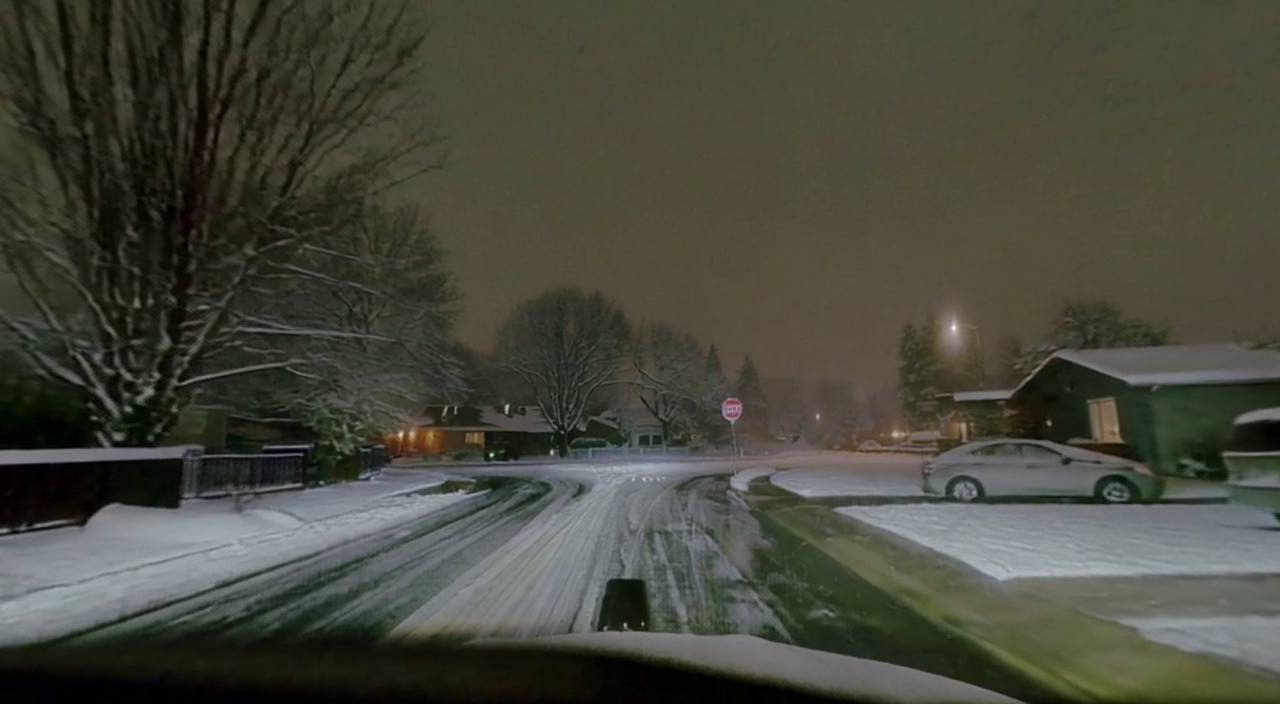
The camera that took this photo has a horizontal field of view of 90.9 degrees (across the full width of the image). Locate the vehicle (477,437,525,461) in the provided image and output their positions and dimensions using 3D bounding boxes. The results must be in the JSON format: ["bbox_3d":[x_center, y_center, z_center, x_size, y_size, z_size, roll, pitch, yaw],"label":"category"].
[{"bbox_3d":[-10.706,7.521,48.824,1.883,1.732,4.038,-2,-9,15],"label":"vehicle"}]

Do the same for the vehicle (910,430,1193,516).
[{"bbox_3d":[8.071,2.400,12.926,4.477,1.506,1.834,-4,-9,26],"label":"vehicle"}]

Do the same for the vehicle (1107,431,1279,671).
[{"bbox_3d":[5.910,1.226,4.078,4.229,1.402,1.811,-1,-9,3],"label":"vehicle"}]
